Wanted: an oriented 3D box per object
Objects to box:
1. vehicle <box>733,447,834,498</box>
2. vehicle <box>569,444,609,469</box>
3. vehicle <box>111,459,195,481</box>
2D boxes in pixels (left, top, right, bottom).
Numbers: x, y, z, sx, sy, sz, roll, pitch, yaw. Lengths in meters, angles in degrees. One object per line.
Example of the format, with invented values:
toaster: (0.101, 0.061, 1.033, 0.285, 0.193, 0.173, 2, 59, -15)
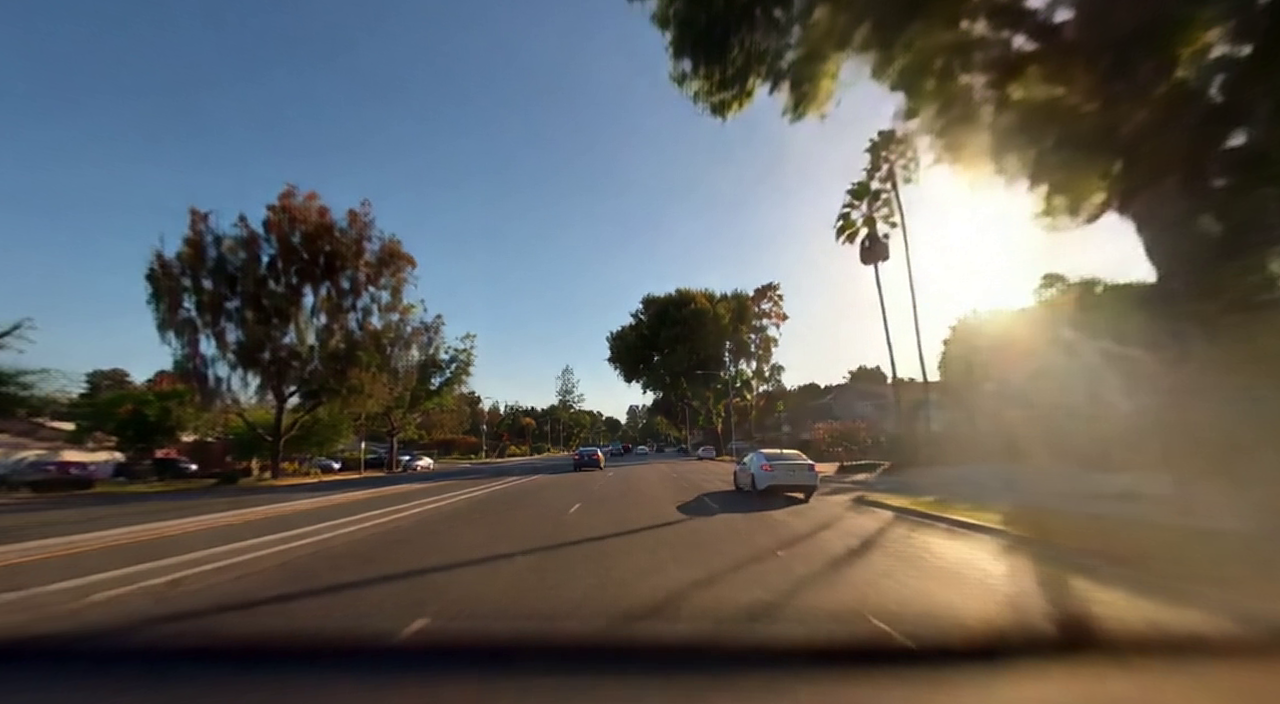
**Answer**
vehicle: (4.424, 3.777, 20.367, 2.149, 1.421, 4.805, 0, -8, 0)
vehicle: (-3.281, 6.896, 41.809, 2.263, 1.548, 4.555, 0, -8, 0)
vehicle: (-35.411, 8.606, 46.022, 4.503, 1.515, 1.964, -1, -9, 2)
